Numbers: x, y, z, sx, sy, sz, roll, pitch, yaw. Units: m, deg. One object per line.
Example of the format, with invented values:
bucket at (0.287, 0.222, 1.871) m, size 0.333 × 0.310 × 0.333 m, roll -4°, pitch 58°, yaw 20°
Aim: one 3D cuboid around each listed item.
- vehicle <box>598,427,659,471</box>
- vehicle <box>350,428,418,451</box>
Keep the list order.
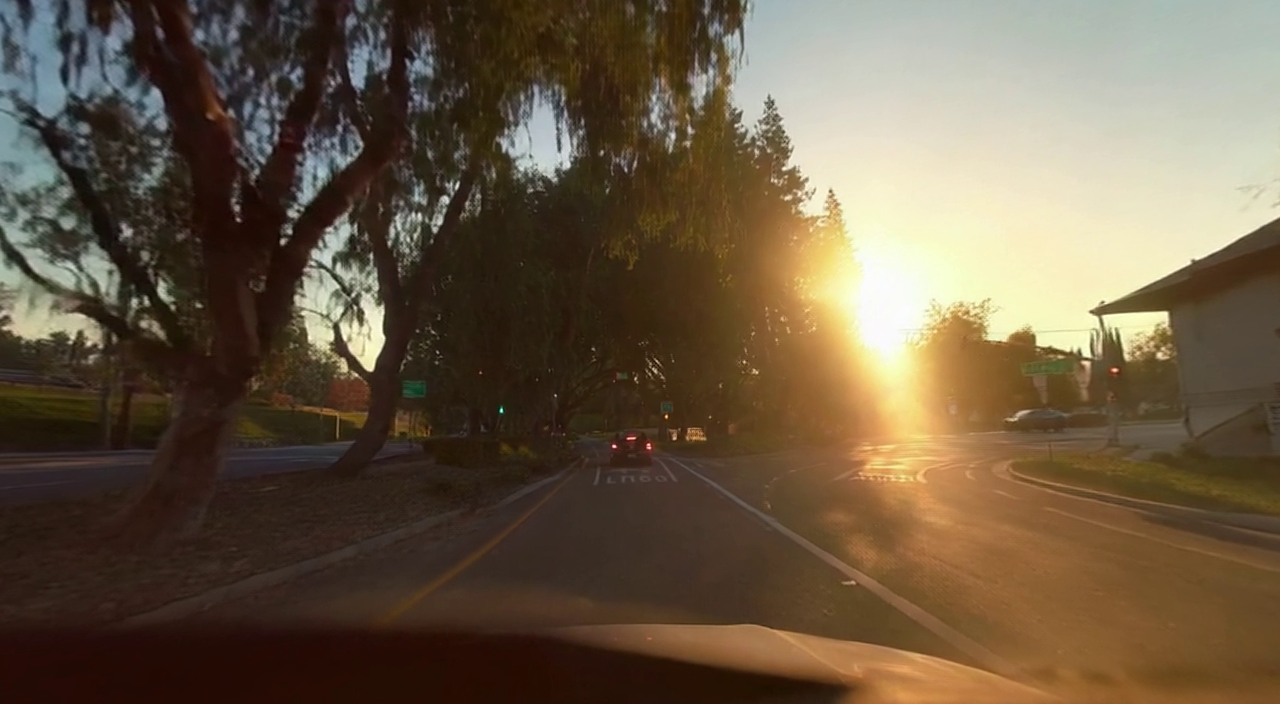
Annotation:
vehicle at (-0.426, 3.624, 23.713) m, size 2.056 × 1.473 × 4.380 m, roll 0°, pitch -8°, yaw -1°
vehicle at (-18.772, 6.426, 46.324) m, size 4.200 × 1.639 × 1.844 m, roll -1°, pitch -8°, yaw -1°
